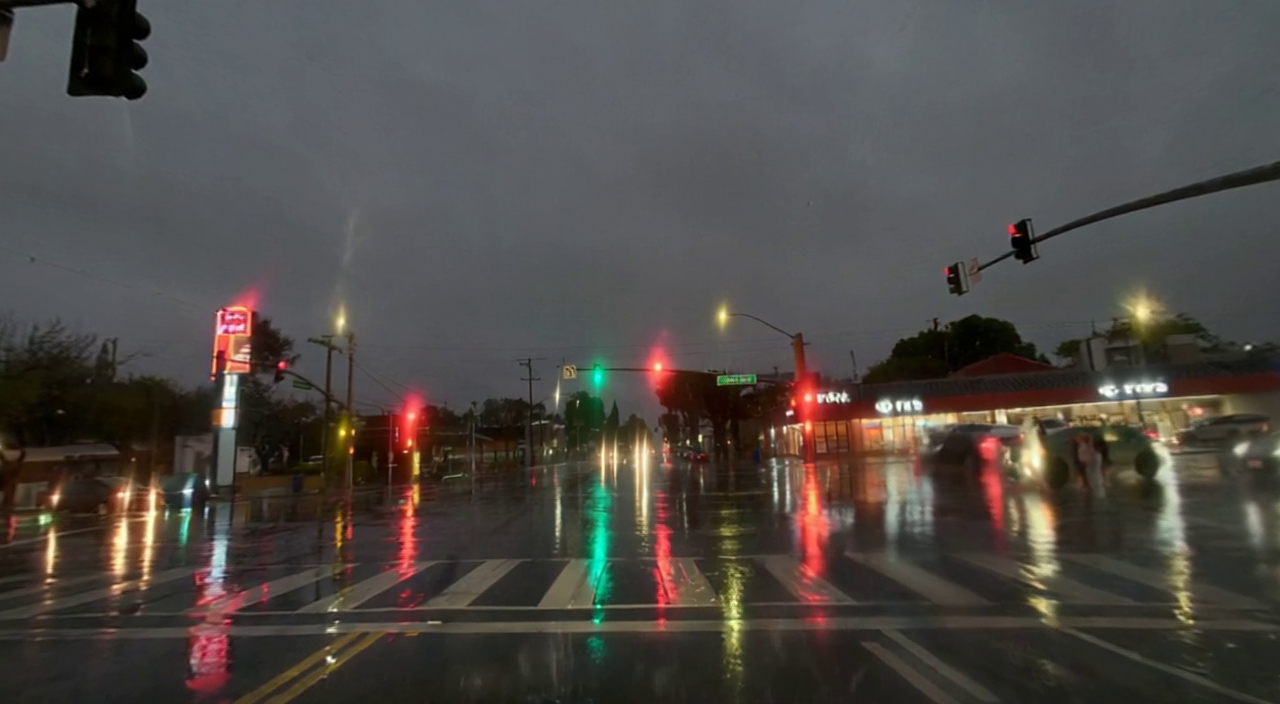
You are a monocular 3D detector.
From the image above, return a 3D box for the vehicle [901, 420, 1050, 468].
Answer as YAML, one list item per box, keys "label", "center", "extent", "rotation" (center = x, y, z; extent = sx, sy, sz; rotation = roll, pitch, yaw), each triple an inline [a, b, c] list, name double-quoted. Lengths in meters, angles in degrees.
- label: "vehicle"
  center: [13.016, 3.645, 24.941]
  extent: [4.916, 1.730, 1.986]
  rotation: [-4, -9, 21]

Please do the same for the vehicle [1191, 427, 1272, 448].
- label: "vehicle"
  center: [42.041, 6.067, 44.897]
  extent: [4.347, 1.446, 1.777]
  rotation: [1, -9, -9]

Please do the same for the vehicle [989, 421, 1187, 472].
- label: "vehicle"
  center: [14.356, 3.093, 20.632]
  extent: [4.835, 1.487, 1.913]
  rotation: [-3, -9, 20]

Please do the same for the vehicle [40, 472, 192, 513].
- label: "vehicle"
  center: [-21.169, 5.673, 25.643]
  extent: [4.676, 1.463, 1.909]
  rotation: [-1, -8, 6]
